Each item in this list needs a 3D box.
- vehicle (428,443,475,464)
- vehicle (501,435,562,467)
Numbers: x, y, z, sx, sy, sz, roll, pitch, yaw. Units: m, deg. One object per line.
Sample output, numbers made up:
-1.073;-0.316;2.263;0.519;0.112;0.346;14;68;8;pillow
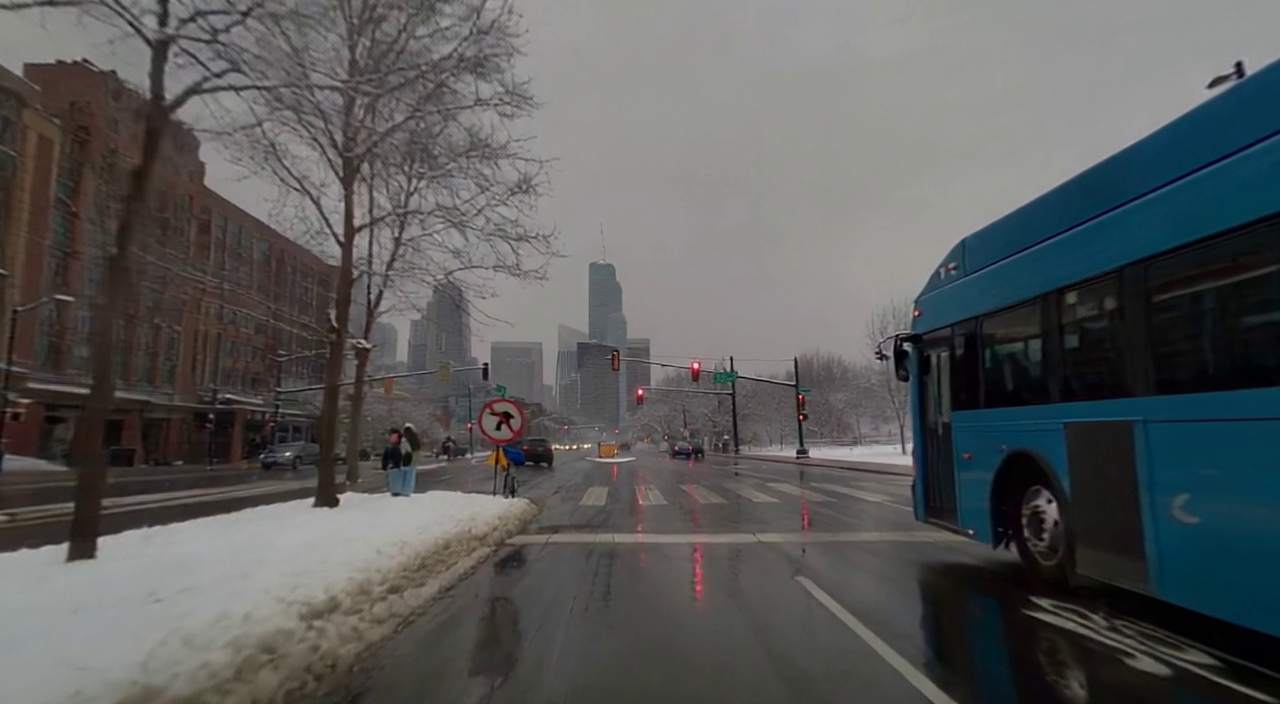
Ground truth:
-13.859;7.416;46.404;2.036;1.467;3.979;6;-10;-36;vehicle
-5.842;5.231;33.570;2.123;1.544;4.158;4;-9;-25;vehicle
